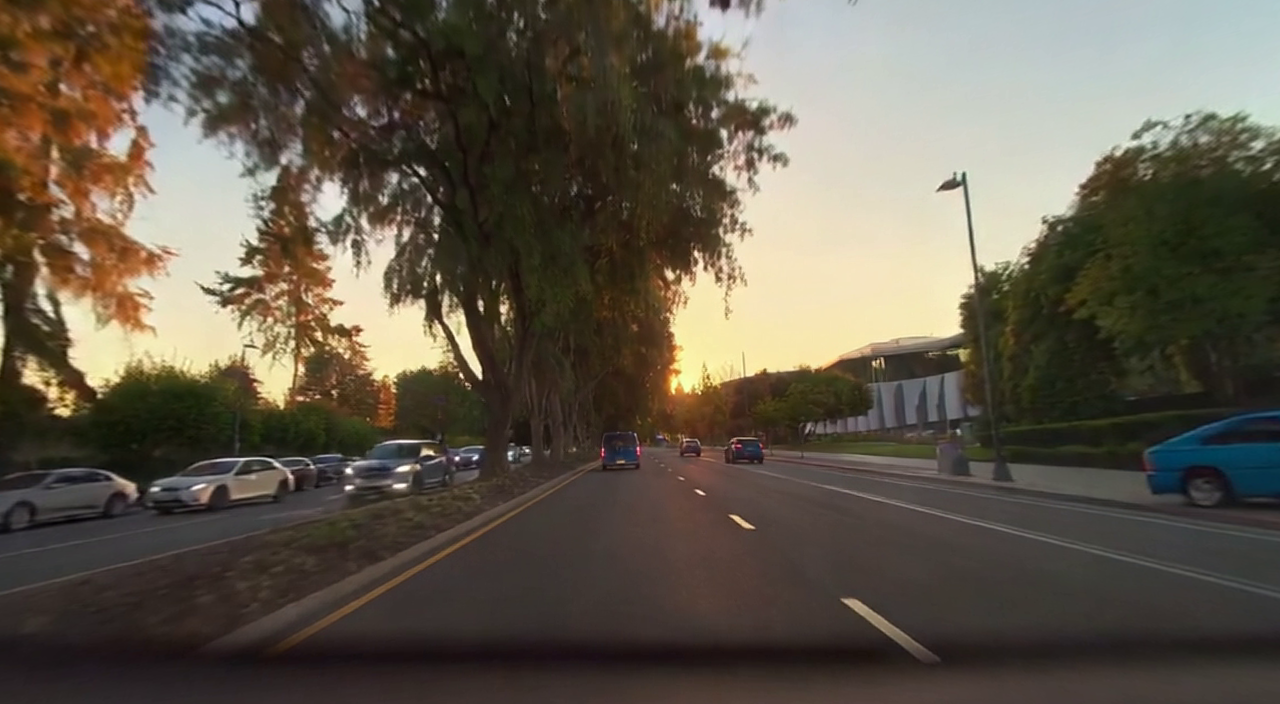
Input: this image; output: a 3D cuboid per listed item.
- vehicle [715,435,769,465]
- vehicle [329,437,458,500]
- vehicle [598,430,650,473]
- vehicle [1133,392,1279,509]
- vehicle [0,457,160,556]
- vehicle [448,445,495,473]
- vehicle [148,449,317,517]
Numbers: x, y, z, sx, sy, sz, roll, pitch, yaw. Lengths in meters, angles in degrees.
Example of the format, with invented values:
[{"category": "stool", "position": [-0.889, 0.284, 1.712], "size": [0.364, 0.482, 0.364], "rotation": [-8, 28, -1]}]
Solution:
[{"category": "vehicle", "position": [6.245, 6.079, 39.312], "size": [2.364, 1.781, 4.854], "rotation": [0, -8, -2]}, {"category": "vehicle", "position": [-8.096, 3.848, 21.448], "size": [2.184, 1.824, 5.418], "rotation": [0, -8, 0]}, {"category": "vehicle", "position": [-0.789, 4.991, 31.914], "size": [2.411, 1.937, 5.186], "rotation": [0, -8, -1]}, {"category": "vehicle", "position": [11.308, 1.512, 10.028], "size": [4.932, 1.738, 2.080], "rotation": [-4, -9, 20]}, {"category": "vehicle", "position": [-11.473, 2.696, 11.295], "size": [2.107, 1.524, 4.697], "rotation": [0, -8, 0]}, {"category": "vehicle", "position": [-11.692, 7.418, 44.198], "size": [2.042, 1.822, 4.913], "rotation": [0, -8, -1]}, {"category": "vehicle", "position": [-11.256, 3.601, 17.884], "size": [2.025, 1.651, 4.097], "rotation": [0, -8, -1]}]
